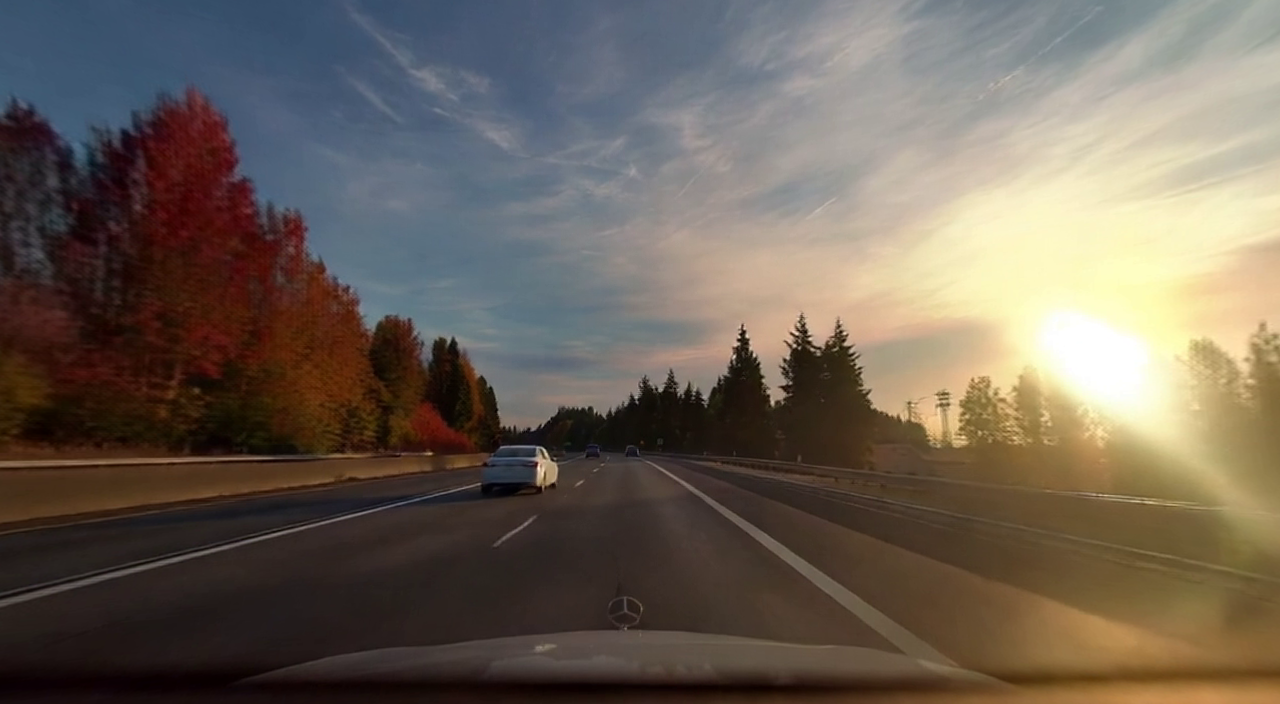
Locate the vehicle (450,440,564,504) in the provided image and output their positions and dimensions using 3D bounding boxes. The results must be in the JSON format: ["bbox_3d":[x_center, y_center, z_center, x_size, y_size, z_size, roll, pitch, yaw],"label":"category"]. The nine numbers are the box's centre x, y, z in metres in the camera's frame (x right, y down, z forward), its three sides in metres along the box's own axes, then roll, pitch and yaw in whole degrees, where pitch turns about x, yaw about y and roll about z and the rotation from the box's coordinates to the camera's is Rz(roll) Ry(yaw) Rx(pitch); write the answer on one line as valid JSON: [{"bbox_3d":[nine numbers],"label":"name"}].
[{"bbox_3d":[-3.620,3.379,18.239,2.184,1.574,5.004,0,-9,0],"label":"vehicle"}]
